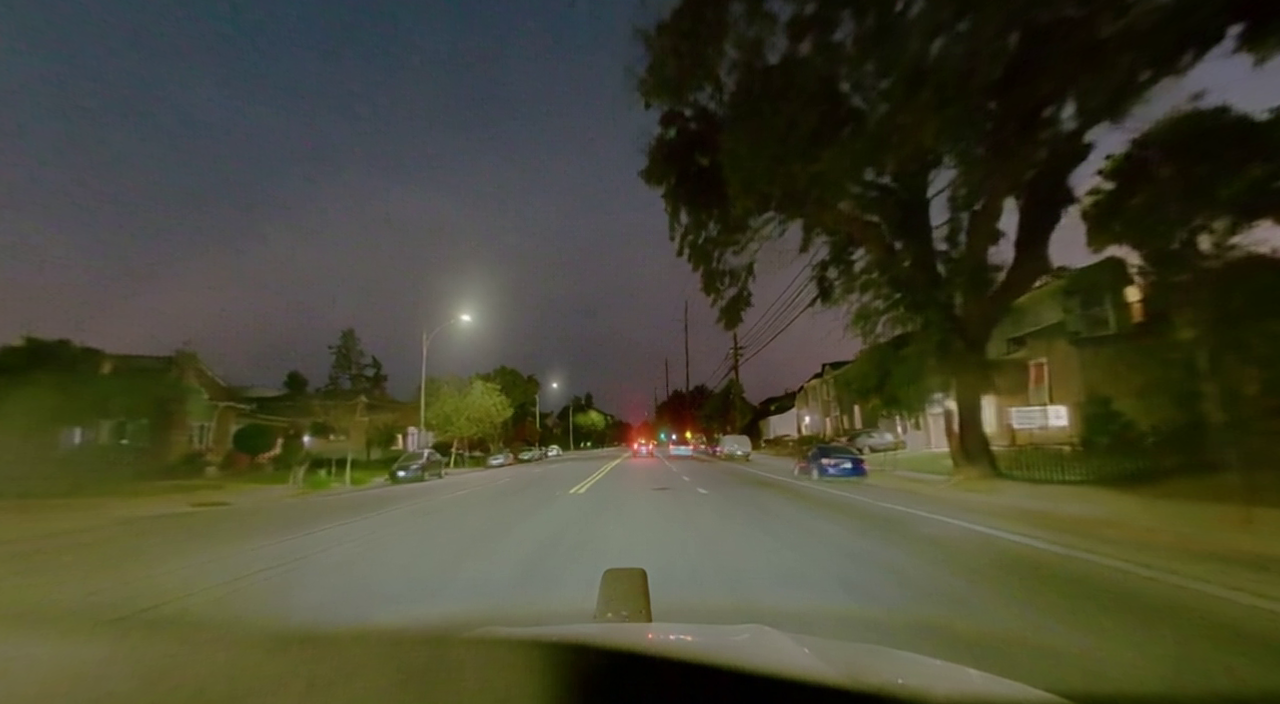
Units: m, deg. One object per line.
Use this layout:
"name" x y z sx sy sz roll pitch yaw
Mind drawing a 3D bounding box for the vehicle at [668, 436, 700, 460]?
"vehicle" 3.406 7.555 49.711 2.070 1.765 4.731 0 -8 -1

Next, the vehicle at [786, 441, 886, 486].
"vehicle" 6.896 3.964 22.780 2.070 1.428 4.636 0 -8 -1

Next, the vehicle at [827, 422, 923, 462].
"vehicle" 13.233 5.102 35.740 4.496 1.773 1.972 -5 -8 0

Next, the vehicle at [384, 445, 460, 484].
"vehicle" -10.221 5.284 29.950 1.965 1.675 4.577 0 -8 0

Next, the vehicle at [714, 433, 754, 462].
"vehicle" 7.181 7.351 48.720 2.274 2.090 5.465 0 -8 0

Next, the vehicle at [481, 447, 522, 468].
"vehicle" -10.171 7.783 46.675 1.896 1.495 4.425 -1 -8 2
